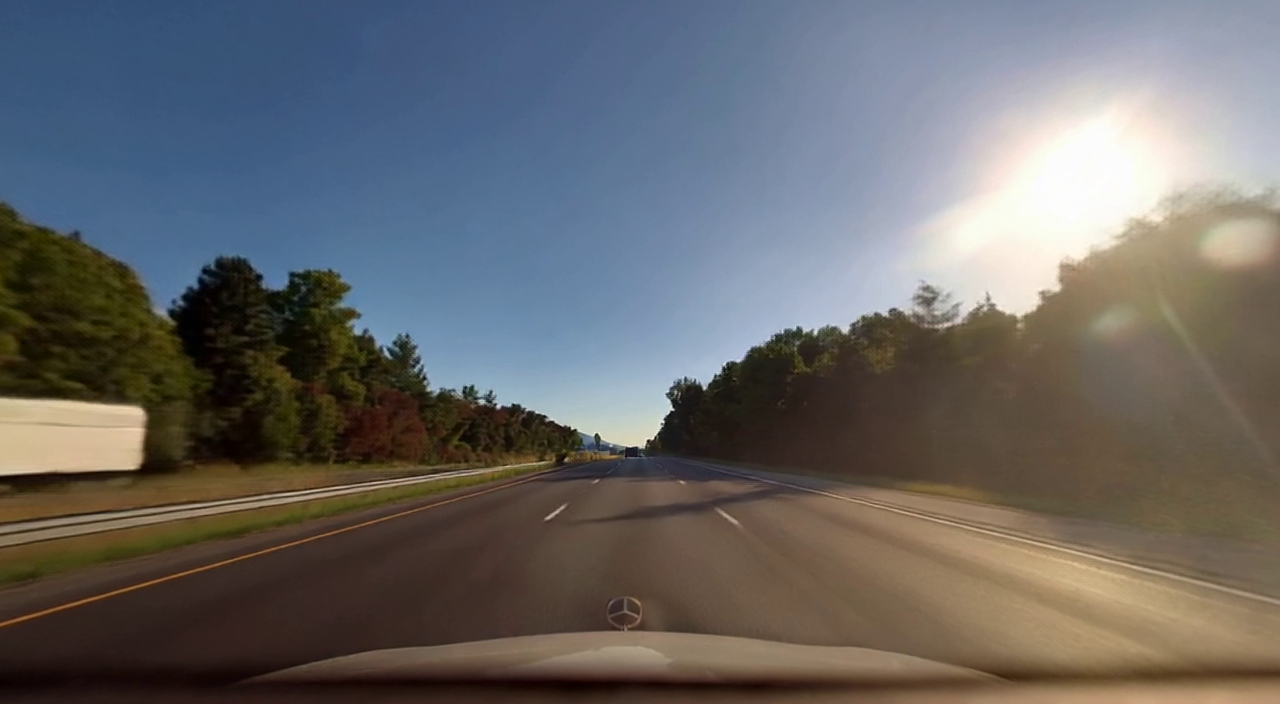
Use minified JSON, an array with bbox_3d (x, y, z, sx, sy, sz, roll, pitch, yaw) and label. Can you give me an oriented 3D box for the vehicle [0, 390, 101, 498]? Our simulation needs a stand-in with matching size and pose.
[{"bbox_3d":[-19.615,2.510,17.166,3.661,2.973,6.879,0,-9,0],"label":"vehicle"}]
